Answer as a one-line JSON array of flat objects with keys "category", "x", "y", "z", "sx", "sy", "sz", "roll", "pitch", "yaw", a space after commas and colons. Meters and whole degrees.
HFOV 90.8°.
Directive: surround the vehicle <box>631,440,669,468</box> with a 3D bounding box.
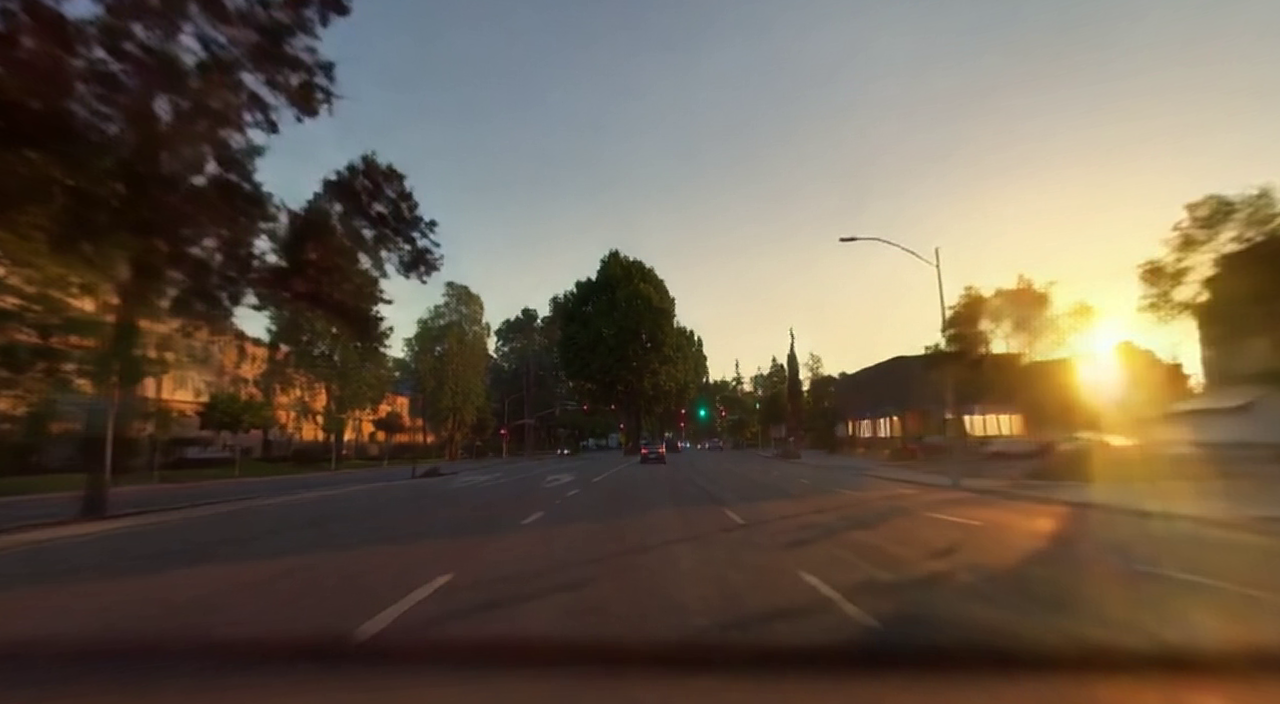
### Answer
[{"category": "vehicle", "x": 0.640, "y": 5.972, "z": 37.048, "sx": 2.037, "sy": 1.568, "sz": 3.693, "roll": -1, "pitch": -9, "yaw": 4}]
